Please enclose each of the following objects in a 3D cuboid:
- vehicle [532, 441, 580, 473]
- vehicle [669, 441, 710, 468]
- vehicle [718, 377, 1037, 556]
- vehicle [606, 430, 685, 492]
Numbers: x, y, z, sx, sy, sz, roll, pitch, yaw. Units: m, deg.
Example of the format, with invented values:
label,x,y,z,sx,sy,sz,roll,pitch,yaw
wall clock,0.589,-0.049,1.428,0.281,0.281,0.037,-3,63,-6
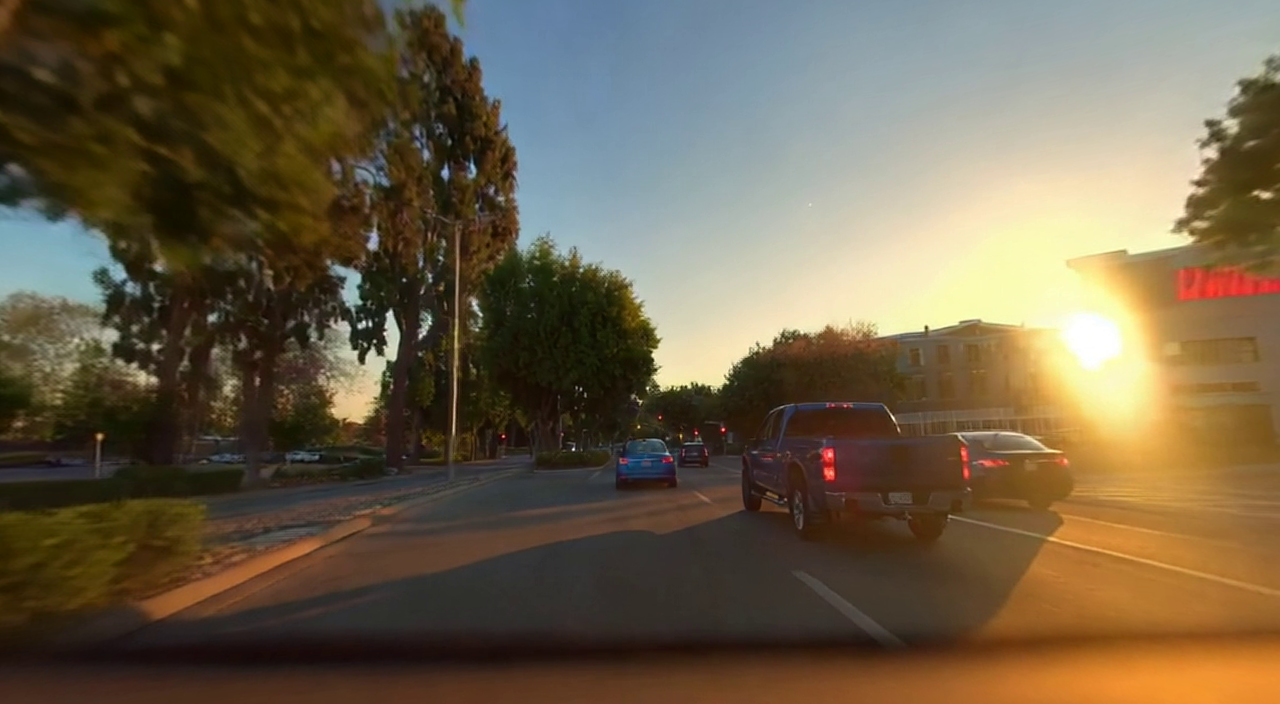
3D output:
label,x,y,z,sx,sy,sz,roll,pitch,yaw
vehicle,-4.059,5.130,31.029,1.960,1.475,4.161,0,-9,-3
vehicle,2.836,5.998,37.073,1.970,1.464,4.249,0,-9,-1
vehicle,3.192,1.796,10.515,2.731,2.101,6.047,0,-9,-3
vehicle,0.099,3.248,19.080,2.145,1.650,4.021,0,-8,-1
